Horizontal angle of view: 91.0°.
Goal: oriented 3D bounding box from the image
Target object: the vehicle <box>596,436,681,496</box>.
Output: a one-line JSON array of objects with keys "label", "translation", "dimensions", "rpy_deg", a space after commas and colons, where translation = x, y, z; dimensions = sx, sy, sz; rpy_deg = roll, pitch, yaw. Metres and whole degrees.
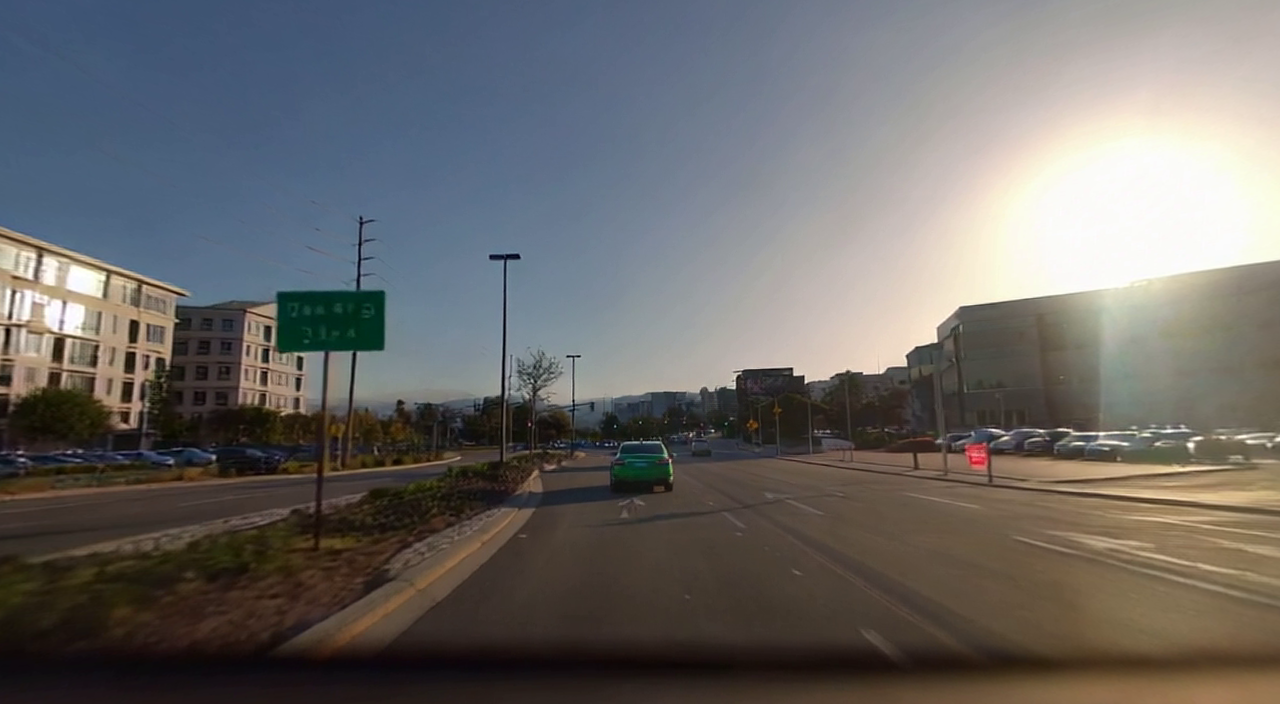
[{"label": "vehicle", "translation": [-0.071, 3.136, 17.719], "dimensions": [2.126, 1.475, 3.967], "rpy_deg": [0, -8, -1]}]

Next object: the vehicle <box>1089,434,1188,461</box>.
[{"label": "vehicle", "translation": [32.198, 6.172, 40.768], "dimensions": [4.711, 1.670, 1.950], "rpy_deg": [0, -7, 0]}]

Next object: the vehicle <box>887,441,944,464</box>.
[{"label": "vehicle", "translation": [19.582, 7.168, 44.994], "dimensions": [2.010, 1.492, 4.553], "rpy_deg": [1, -9, 0]}]

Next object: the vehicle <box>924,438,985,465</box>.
[{"label": "vehicle", "translation": [22.308, 7.048, 44.893], "dimensions": [2.038, 1.673, 4.389], "rpy_deg": [-2, -8, 0]}]
